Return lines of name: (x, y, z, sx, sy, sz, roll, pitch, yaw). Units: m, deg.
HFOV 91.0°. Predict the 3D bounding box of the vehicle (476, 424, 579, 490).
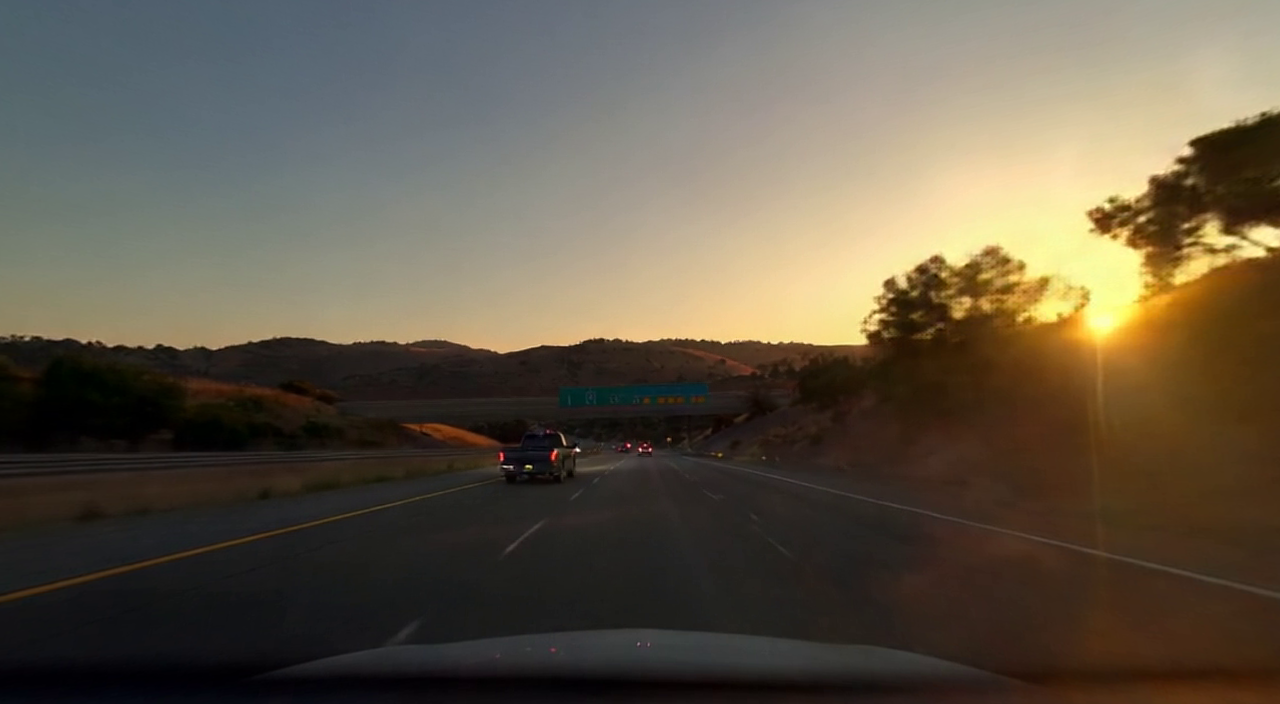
vehicle: (-3.572, 3.486, 21.297, 2.379, 1.918, 5.504, 0, -8, 1)
